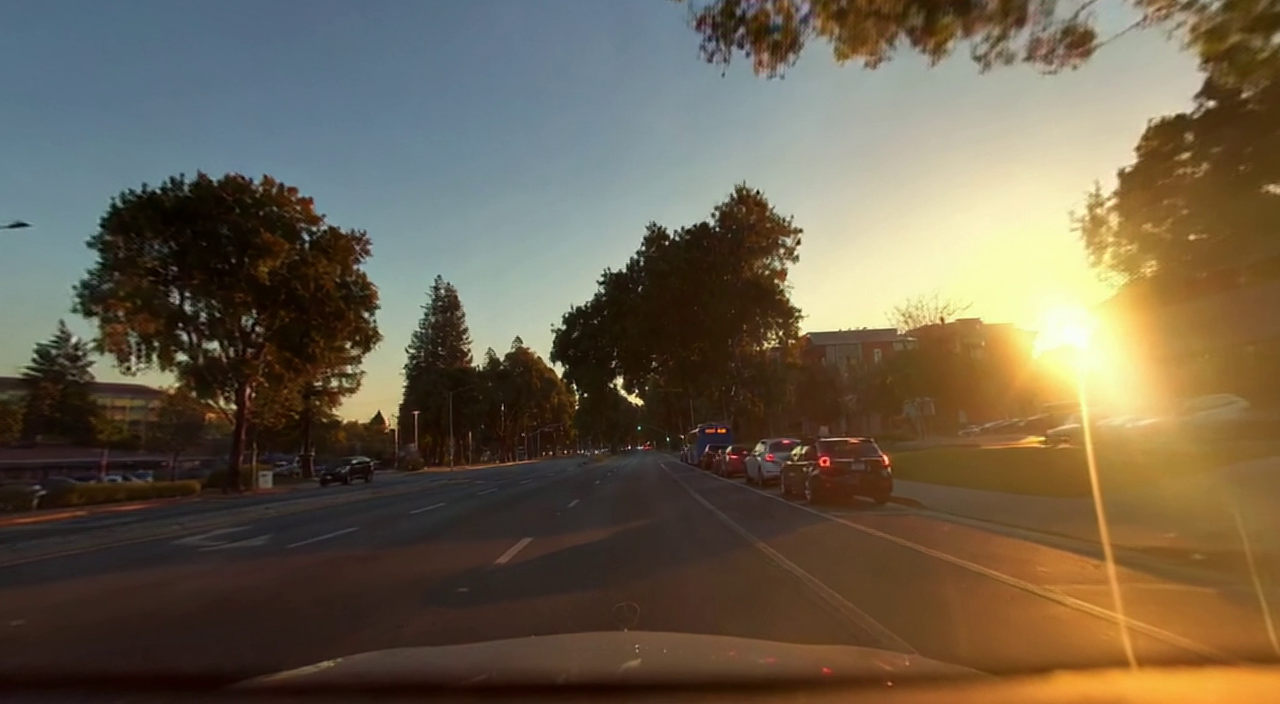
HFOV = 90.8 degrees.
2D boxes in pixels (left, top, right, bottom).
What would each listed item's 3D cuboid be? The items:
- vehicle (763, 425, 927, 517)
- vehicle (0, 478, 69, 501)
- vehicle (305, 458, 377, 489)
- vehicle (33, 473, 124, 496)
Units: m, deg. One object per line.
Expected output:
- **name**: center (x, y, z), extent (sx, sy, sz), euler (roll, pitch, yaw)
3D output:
- **vehicle**: center (4.430, 2.646, 14.618), extent (2.094, 1.731, 4.763), euler (0, -8, -1)
- **vehicle**: center (-42.206, 9.389, 43.293), extent (4.357, 1.435, 1.816), euler (0, -9, 0)
- **vehicle**: center (-19.586, 7.949, 41.678), extent (2.166, 1.804, 4.897), euler (-1, -8, 3)
- **vehicle**: center (-41.462, 9.770, 46.732), extent (4.609, 1.553, 2.129), euler (0, -9, -2)
